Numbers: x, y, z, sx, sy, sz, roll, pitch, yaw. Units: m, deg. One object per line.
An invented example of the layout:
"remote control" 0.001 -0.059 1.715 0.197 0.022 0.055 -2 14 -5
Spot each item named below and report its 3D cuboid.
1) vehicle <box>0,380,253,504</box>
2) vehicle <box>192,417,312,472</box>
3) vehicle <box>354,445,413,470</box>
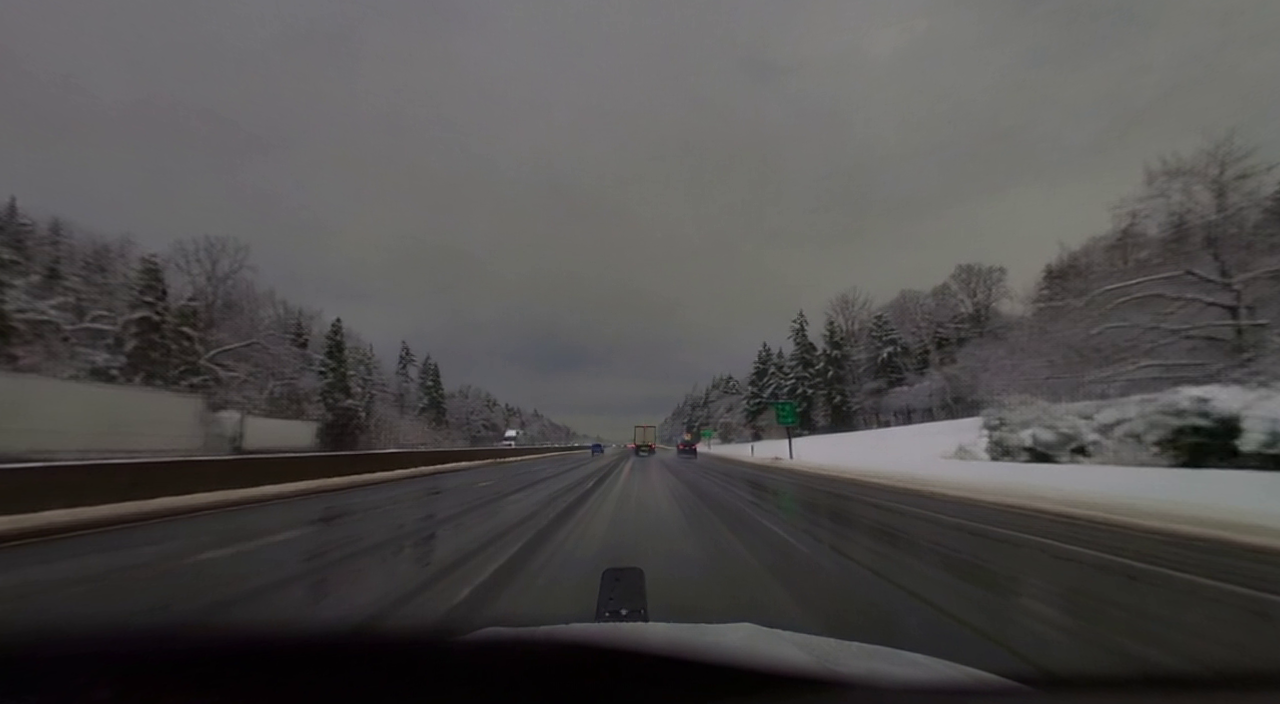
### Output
"vehicle" -19.578 3.324 23.074 2.809 3.503 12.263 0 -8 1
"vehicle" -23.615 5.713 38.811 2.858 3.052 6.823 0 -8 1
"vehicle" -15.433 6.350 38.092 1.840 1.450 4.058 0 -8 1
